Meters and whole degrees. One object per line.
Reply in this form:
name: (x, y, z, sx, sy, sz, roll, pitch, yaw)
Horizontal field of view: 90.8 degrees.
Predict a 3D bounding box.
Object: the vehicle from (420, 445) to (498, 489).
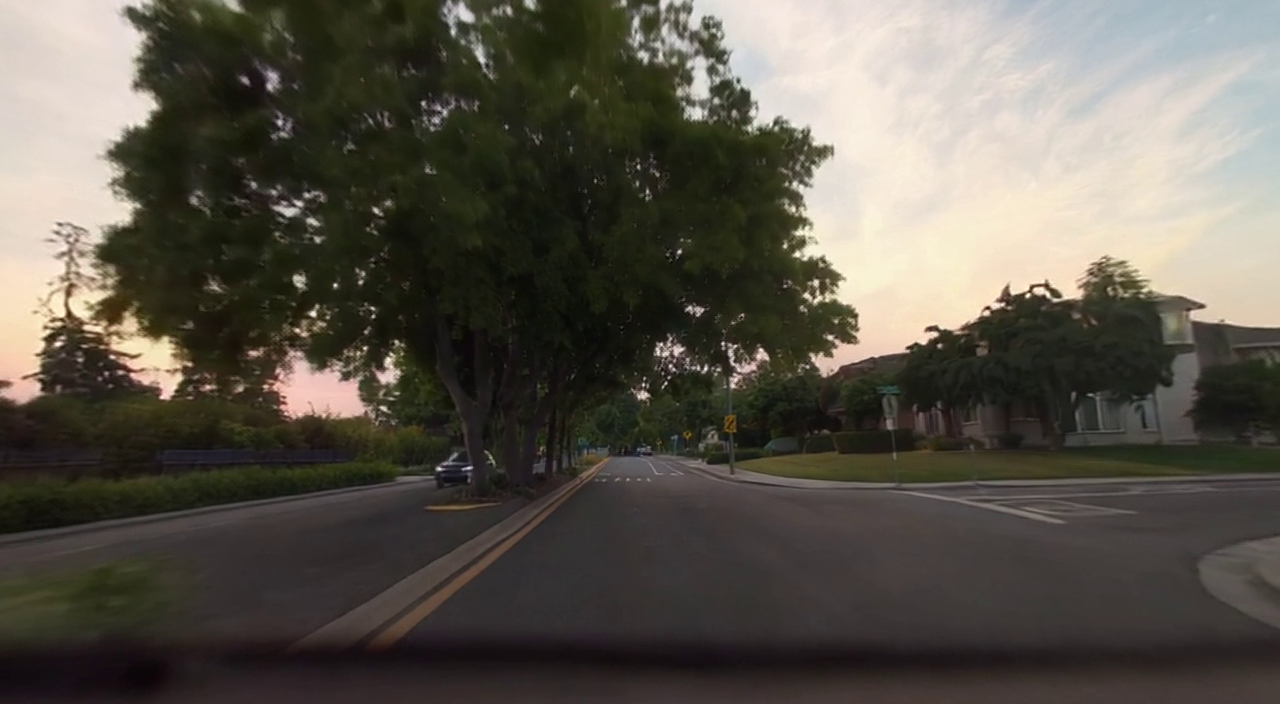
vehicle: (-7.390, 4.734, 26.285, 1.994, 1.646, 4.276, 0, -9, 0)
